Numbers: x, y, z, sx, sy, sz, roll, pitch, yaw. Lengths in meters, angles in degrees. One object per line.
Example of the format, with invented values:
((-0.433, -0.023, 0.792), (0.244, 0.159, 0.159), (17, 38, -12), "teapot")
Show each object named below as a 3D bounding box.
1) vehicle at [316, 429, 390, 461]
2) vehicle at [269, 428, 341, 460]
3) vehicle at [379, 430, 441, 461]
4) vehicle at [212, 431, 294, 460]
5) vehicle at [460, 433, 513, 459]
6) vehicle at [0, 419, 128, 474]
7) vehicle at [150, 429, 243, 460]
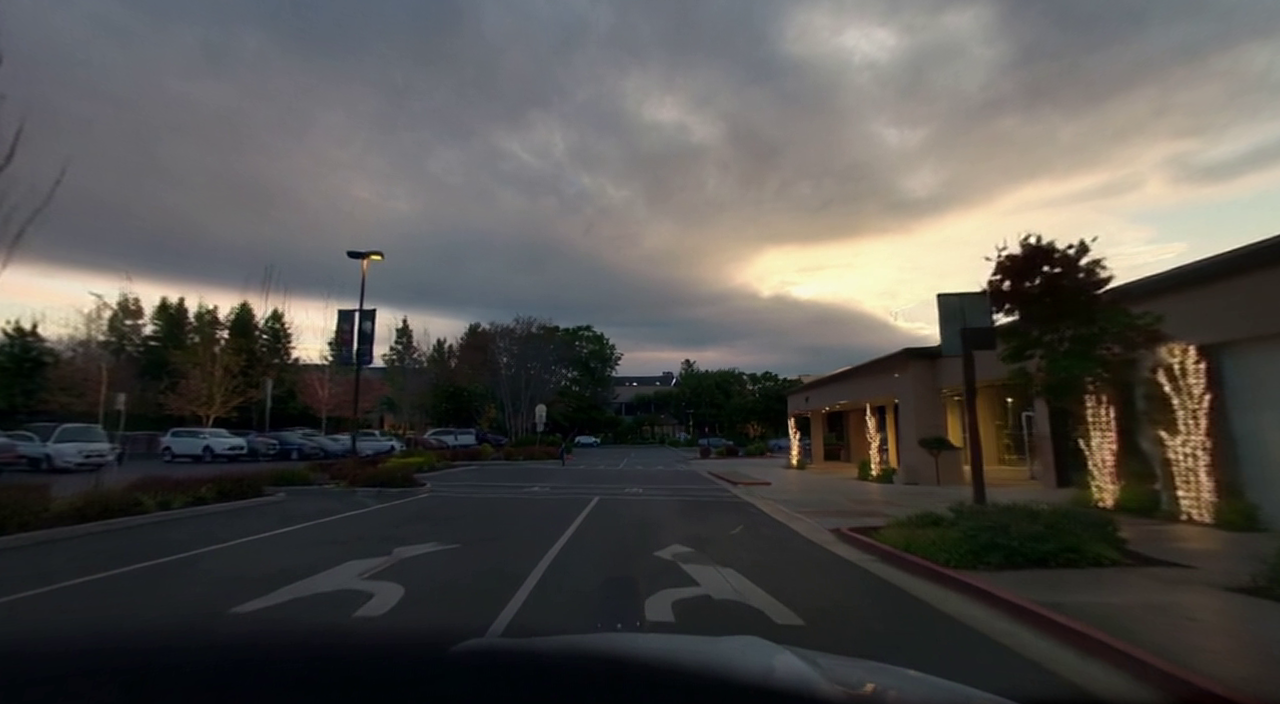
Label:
((-15.617, 5.080, 34.634), (1.928, 1.613, 4.197), (-1, -8, 3), "vehicle")
((-18.428, 5.088, 34.982), (1.902, 1.645, 3.903), (0, -8, -2), "vehicle")
((-12.637, 5.153, 35.003), (1.892, 1.597, 4.259), (0, -8, -1), "vehicle")
((-21.026, 5.126, 34.520), (1.909, 1.474, 3.908), (-1, -8, 3), "vehicle")
((-9.867, 6.105, 41.043), (1.891, 1.464, 4.646), (3, -8, 5), "vehicle")
((-20.943, 3.326, 22.263), (1.899, 1.717, 4.558), (0, -8, 1), "vehicle")
((-24.004, 5.017, 34.391), (1.773, 1.498, 4.085), (3, -8, 6), "vehicle")
